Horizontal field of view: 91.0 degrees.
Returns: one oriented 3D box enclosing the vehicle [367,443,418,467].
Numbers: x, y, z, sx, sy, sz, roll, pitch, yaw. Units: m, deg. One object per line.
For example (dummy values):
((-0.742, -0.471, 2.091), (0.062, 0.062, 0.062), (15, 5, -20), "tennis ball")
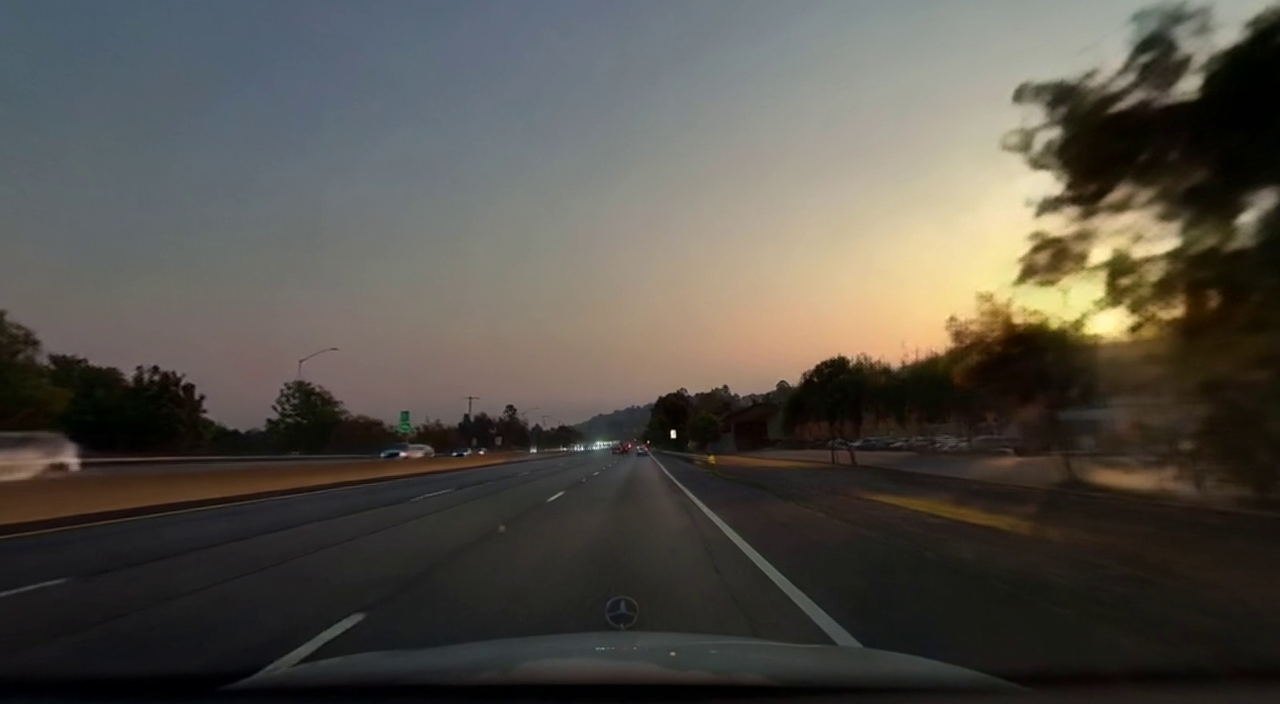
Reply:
((-19.345, 8.051, 49.406), (2.064, 1.750, 4.641), (0, -9, 0), "vehicle")
